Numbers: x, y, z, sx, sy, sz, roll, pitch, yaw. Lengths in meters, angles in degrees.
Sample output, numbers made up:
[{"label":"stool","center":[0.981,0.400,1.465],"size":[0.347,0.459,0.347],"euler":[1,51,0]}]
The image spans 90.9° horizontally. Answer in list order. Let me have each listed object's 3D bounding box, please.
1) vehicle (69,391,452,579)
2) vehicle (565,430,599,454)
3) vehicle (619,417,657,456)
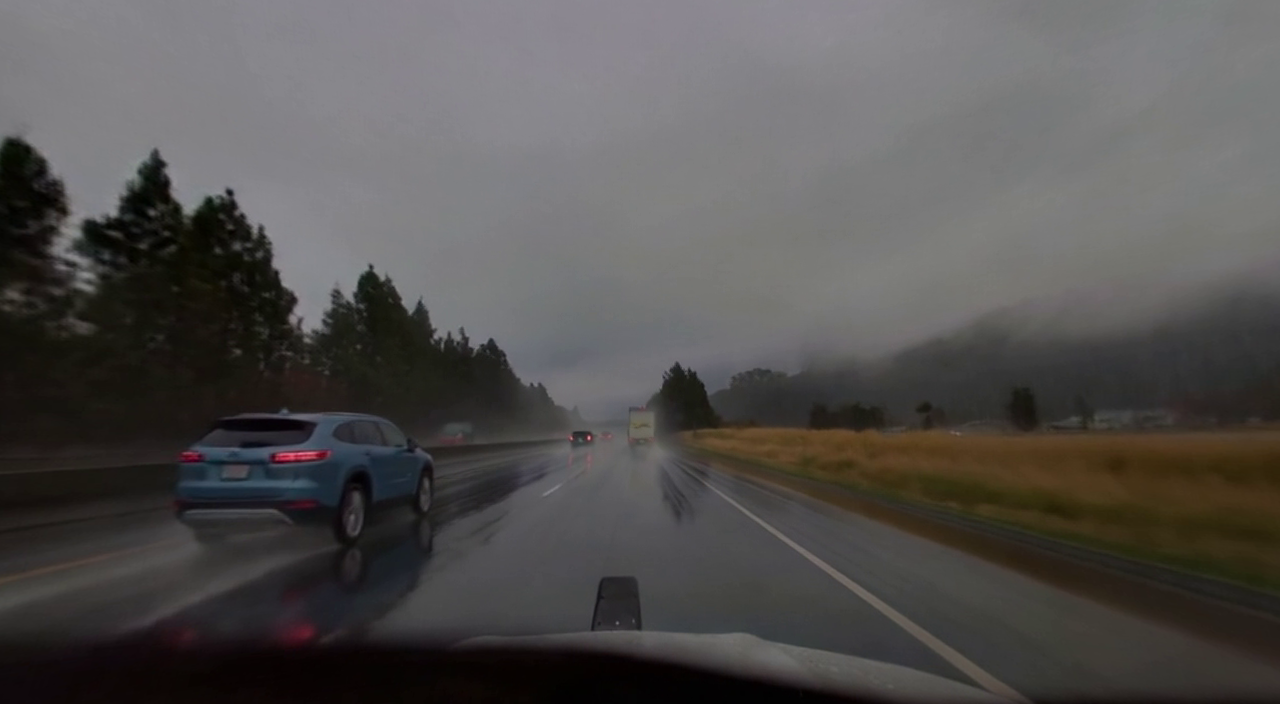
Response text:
[{"label":"vehicle","center":[-4.012,1.471,7.796],"size":[2.045,1.655,4.301],"euler":[0,-8,0]},{"label":"vehicle","center":[-4.255,6.700,46.942],"size":[2.049,1.726,4.291],"euler":[0,-8,0]},{"label":"vehicle","center":[-0.175,5.932,44.096],"size":[2.526,2.531,5.026],"euler":[0,-8,-1]}]
